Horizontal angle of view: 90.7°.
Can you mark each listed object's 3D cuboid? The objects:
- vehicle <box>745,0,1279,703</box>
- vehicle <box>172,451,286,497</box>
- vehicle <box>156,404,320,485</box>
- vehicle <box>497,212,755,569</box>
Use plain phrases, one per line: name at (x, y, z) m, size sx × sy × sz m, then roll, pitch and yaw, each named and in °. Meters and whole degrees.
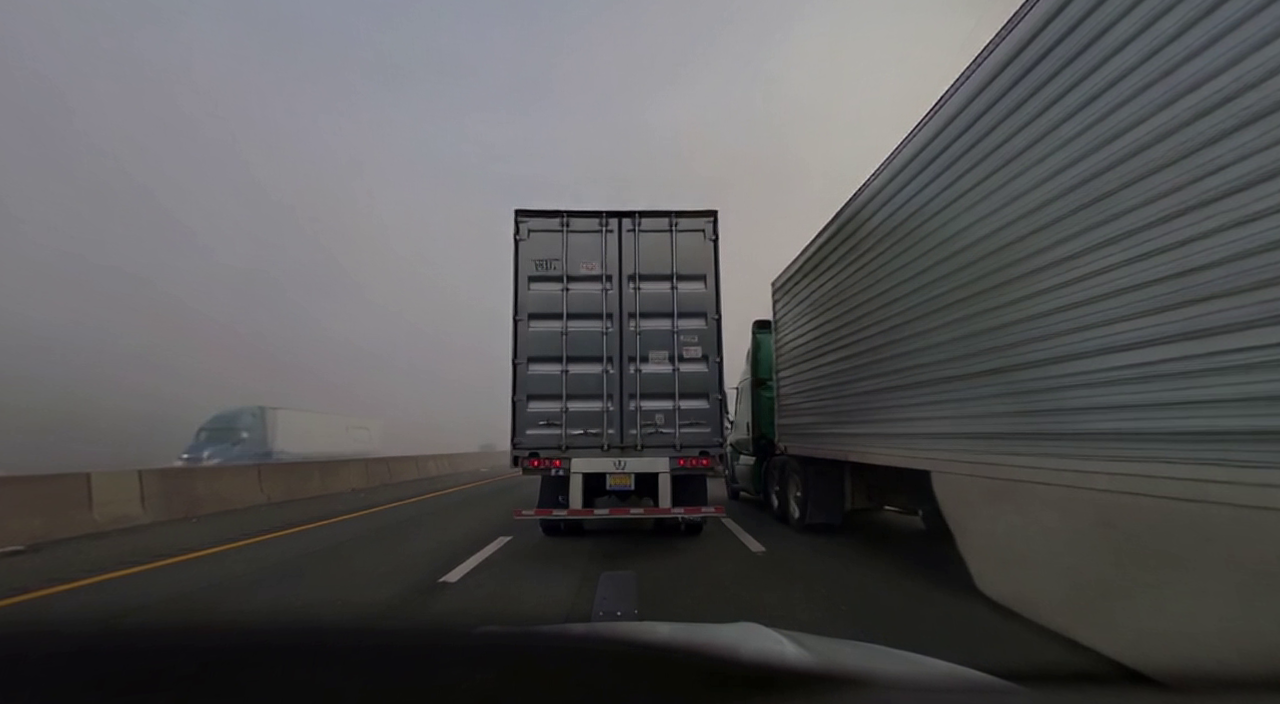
vehicle at (3.640, 0.278, 6.433) m, size 2.797 × 4.023 × 13.066 m, roll 0°, pitch -8°, yaw 0°
vehicle at (-13.592, 4.022, 21.154) m, size 1.543 × 1.373 × 3.317 m, roll -1°, pitch -9°, yaw 0°
vehicle at (-20.388, 4.813, 32.962) m, size 3.024 × 3.645 × 8.371 m, roll 0°, pitch -9°, yaw 0°
vehicle at (-0.100, 1.249, 13.211) m, size 2.841 × 4.071 × 12.046 m, roll -1°, pitch -8°, yaw 1°
